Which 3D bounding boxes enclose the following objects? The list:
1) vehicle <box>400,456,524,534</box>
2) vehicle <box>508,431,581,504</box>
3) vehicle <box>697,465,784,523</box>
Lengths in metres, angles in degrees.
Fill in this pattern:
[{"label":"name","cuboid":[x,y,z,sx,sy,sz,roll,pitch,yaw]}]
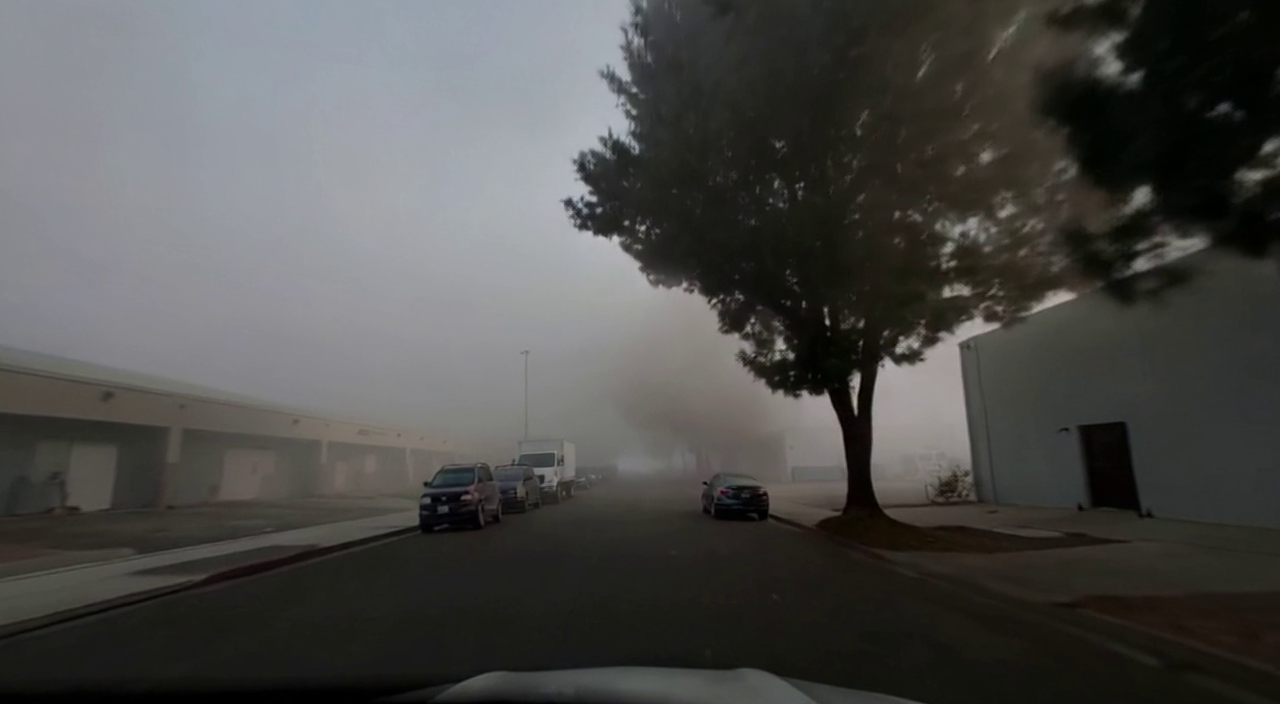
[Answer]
[{"label":"vehicle","cuboid":[-4.114,3.377,15.225,1.835,1.625,3.674,0,-11,1]},{"label":"vehicle","cuboid":[-3.924,4.952,27.024,2.242,2.726,5.581,1,-11,-1]},{"label":"vehicle","cuboid":[2.739,3.984,18.023,1.819,1.446,3.909,1,-11,0]}]
